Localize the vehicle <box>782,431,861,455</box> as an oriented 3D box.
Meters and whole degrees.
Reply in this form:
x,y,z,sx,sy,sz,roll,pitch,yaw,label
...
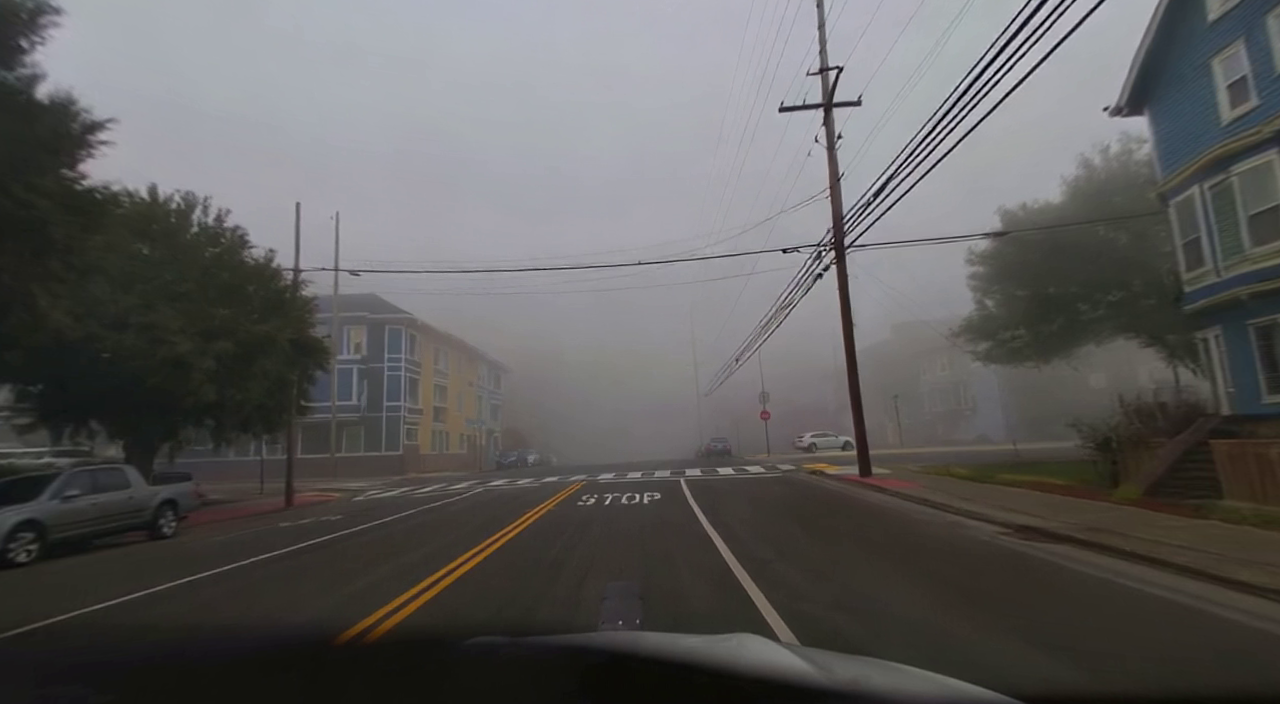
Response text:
x,y,z,sx,sy,sz,roll,pitch,yaw,label
11.471,5.758,40.064,4.336,1.424,1.954,1,-9,-9,vehicle

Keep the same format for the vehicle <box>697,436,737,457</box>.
x,y,z,sx,sy,sz,roll,pitch,yaw,label
5.664,7.017,46.955,2.059,1.502,4.824,0,-8,-4,vehicle

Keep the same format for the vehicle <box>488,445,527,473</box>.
x,y,z,sx,sy,sz,roll,pitch,yaw,label
-9.385,7.572,45.053,1.900,1.683,4.486,-5,-8,-4,vehicle

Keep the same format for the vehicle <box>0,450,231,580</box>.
x,y,z,sx,sy,sz,roll,pitch,yaw,label
-8.912,2.421,9.904,1.984,1.465,4.622,-5,-7,0,vehicle
